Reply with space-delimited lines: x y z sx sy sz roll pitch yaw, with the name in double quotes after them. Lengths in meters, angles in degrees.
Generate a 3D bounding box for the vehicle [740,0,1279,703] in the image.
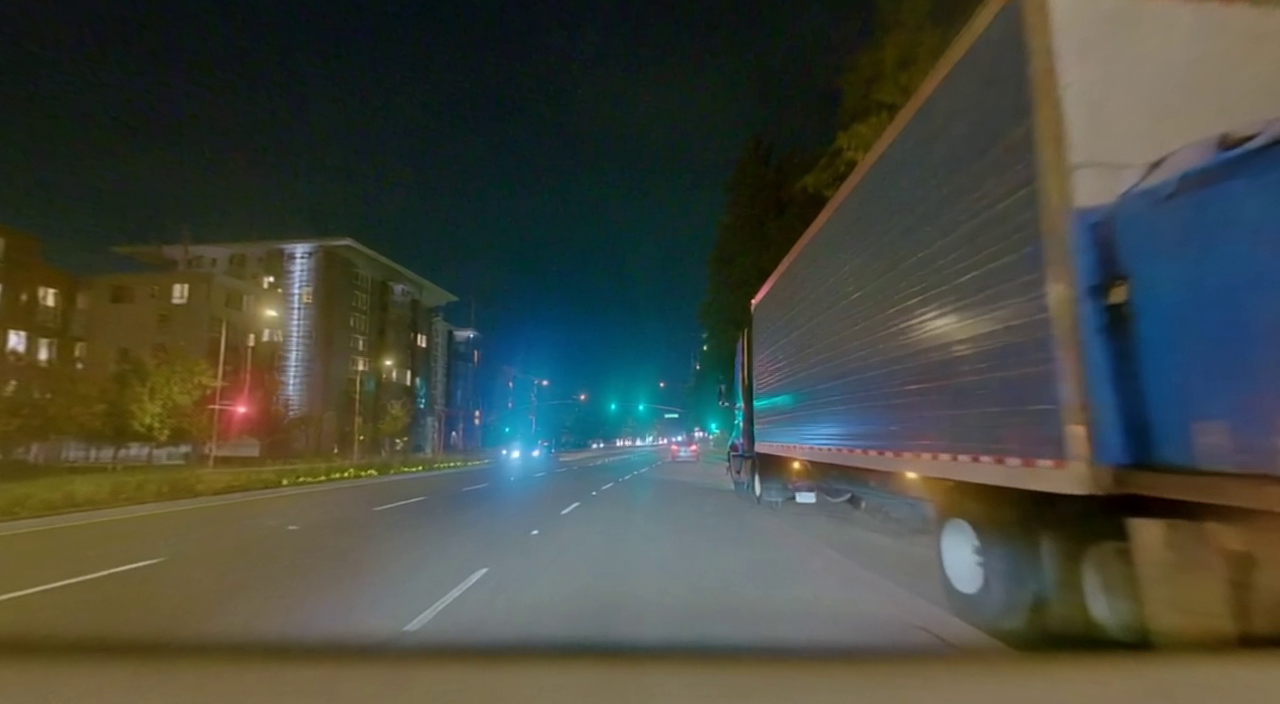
3.764 0.466 7.782 3.157 3.982 13.307 0 -8 1 "vehicle"

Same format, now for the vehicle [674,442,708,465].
3.405 6.646 41.443 1.871 1.370 4.206 -2 -8 9 "vehicle"
